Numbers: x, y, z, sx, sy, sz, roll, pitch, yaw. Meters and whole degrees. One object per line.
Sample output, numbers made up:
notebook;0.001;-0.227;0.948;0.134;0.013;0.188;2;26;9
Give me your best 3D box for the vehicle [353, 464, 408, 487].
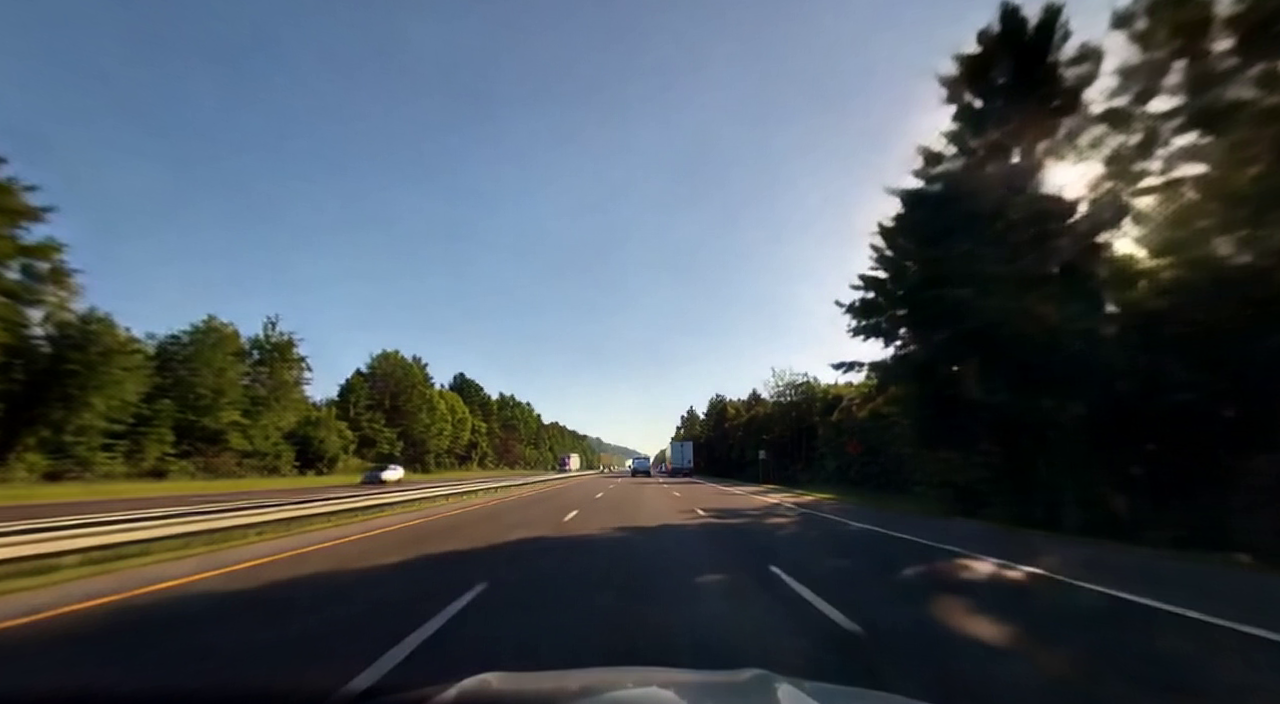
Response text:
vehicle;-17.989;8.576;43.769;1.838;1.452;4.522;1;-10;0
